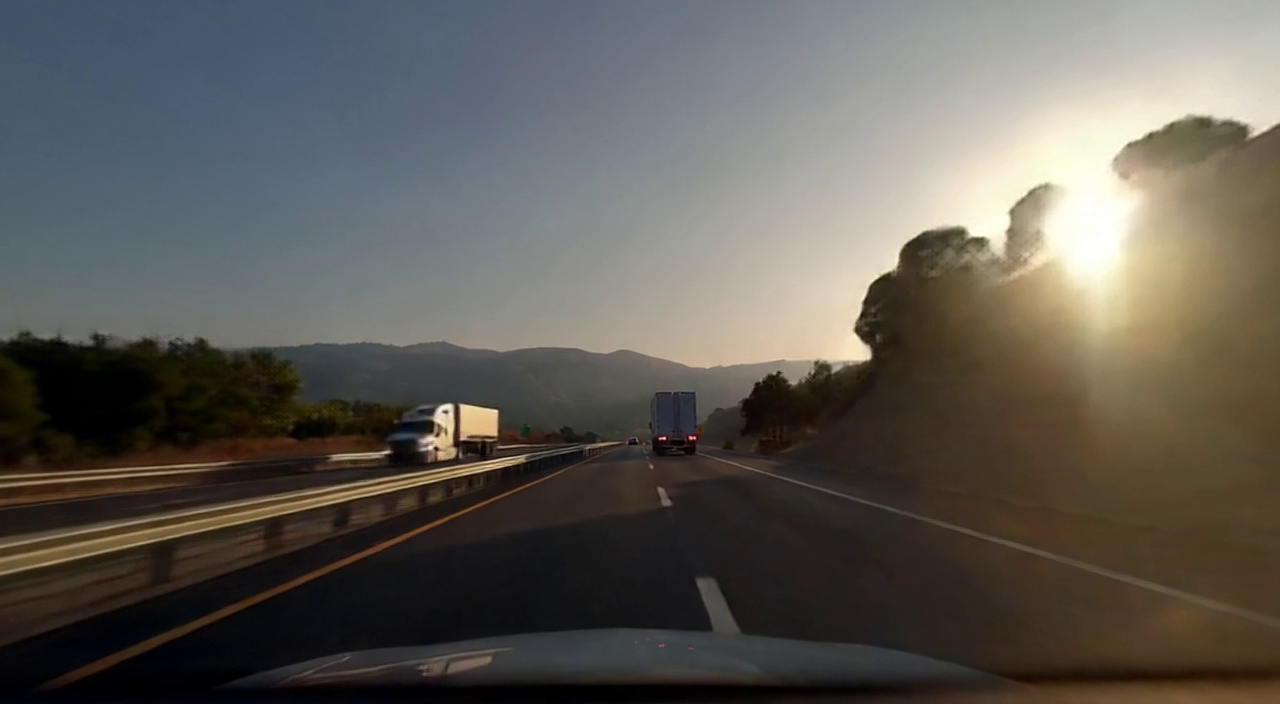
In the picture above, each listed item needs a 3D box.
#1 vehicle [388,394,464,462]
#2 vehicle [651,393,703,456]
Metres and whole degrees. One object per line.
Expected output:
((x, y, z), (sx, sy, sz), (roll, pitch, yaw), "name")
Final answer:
((-14.655, 5.306, 43.734), (2.993, 4.321, 6.272), (0, -8, 0), "vehicle")
((2.504, 5.577, 47.561), (2.924, 4.024, 13.639), (0, -8, -1), "vehicle")
